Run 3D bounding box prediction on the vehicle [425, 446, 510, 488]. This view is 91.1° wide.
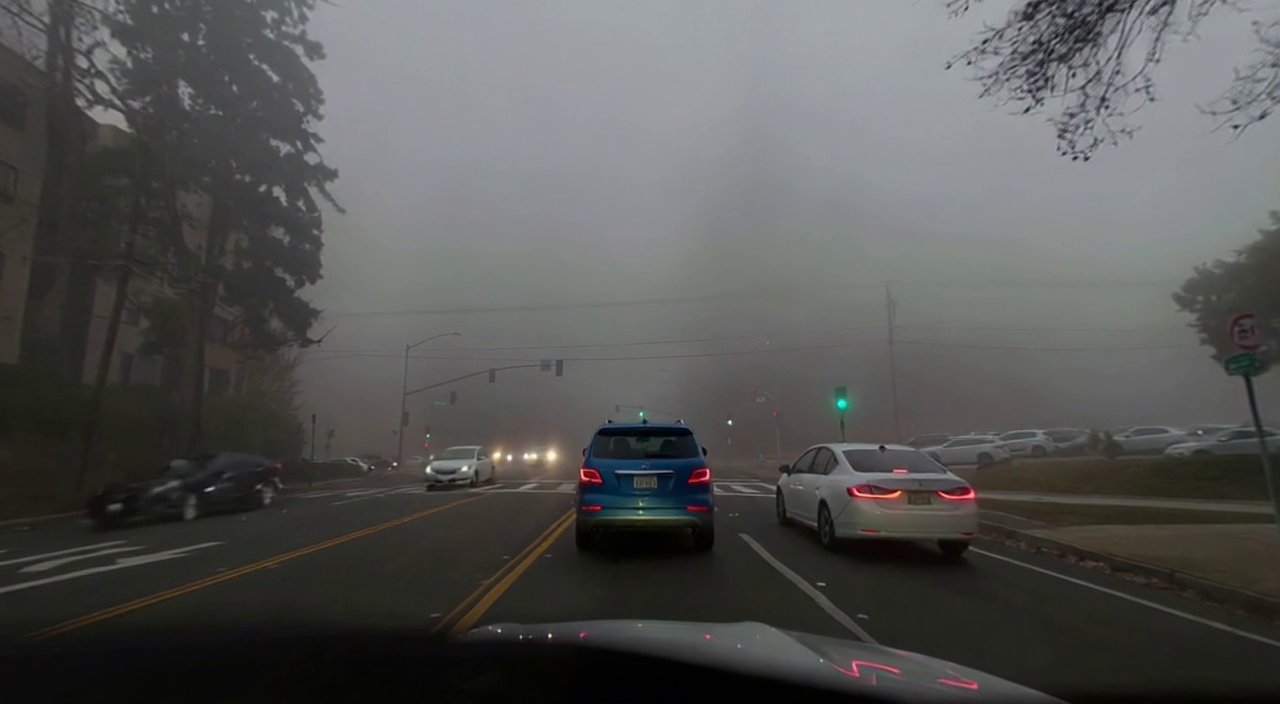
[{"bbox_3d":[-6.647,4.463,24.791,1.981,1.478,4.701,0,-9,1],"label":"vehicle"}]

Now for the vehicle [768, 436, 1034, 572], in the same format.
[{"bbox_3d":[3.351,2.021,9.225,1.900,1.478,4.425,0,-9,-2],"label":"vehicle"}]

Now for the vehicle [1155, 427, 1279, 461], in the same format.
[{"bbox_3d":[25.898,4.081,27.854,4.420,1.469,1.807,0,-8,0],"label":"vehicle"}]

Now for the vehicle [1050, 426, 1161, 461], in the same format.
[{"bbox_3d":[26.605,5.228,35.989,4.704,1.919,2.130,0,-9,-3],"label":"vehicle"}]

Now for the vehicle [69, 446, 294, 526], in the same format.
[{"bbox_3d":[-10.569,3.061,15.083,1.772,1.561,4.773,0,-8,0],"label":"vehicle"}]

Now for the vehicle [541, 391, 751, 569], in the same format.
[{"bbox_3d":[0.030,1.720,9.074,2.296,1.947,4.168,0,-9,-1],"label":"vehicle"}]
